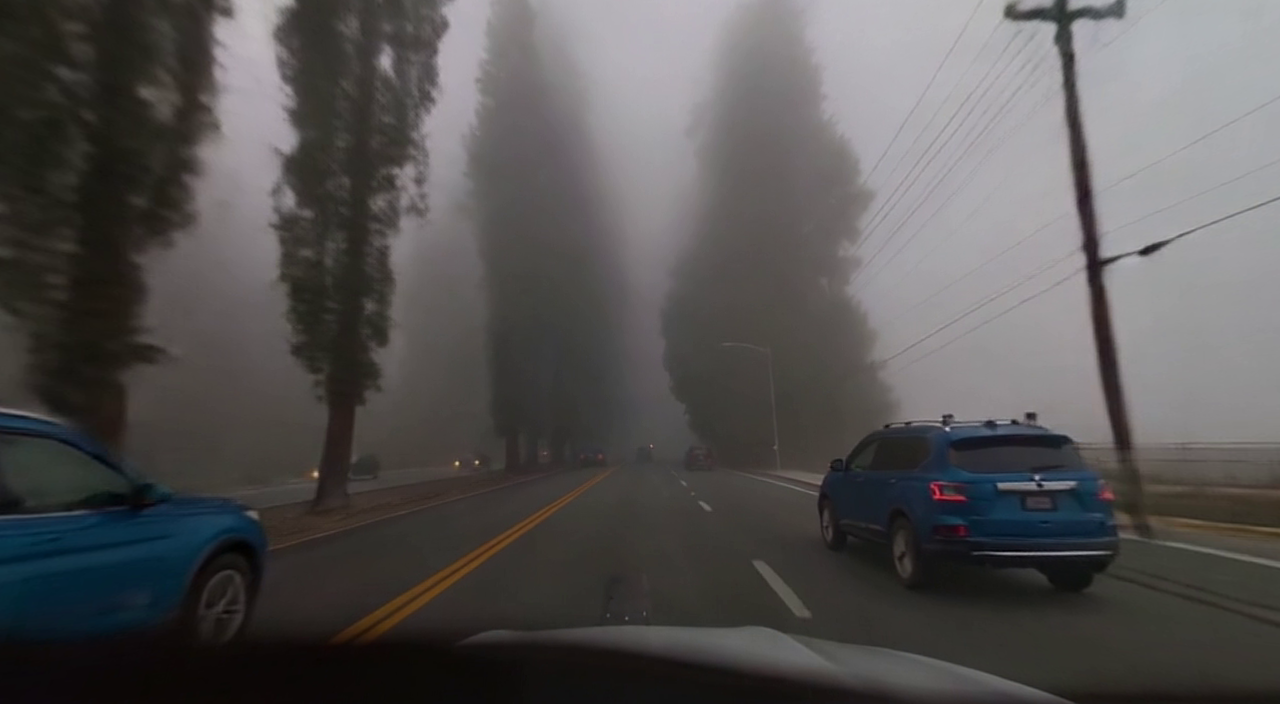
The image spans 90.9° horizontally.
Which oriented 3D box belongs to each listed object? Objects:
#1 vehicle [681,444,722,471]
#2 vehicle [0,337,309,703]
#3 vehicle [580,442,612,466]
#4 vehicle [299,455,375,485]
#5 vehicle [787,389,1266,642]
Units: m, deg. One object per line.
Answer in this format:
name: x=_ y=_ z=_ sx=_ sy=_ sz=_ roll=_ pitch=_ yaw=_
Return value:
vehicle: x=3.484 y=6.060 z=36.329 sx=1.906 sy=1.468 sz=4.422 roll=0 pitch=-9 yaw=0
vehicle: x=-3.689 y=0.842 z=2.614 sx=2.104 sy=1.785 sz=4.494 roll=0 pitch=-9 yaw=1
vehicle: x=-3.301 y=7.718 z=48.015 sx=2.066 sy=1.725 sz=4.241 roll=0 pitch=-9 yaw=1
vehicle: x=-16.201 y=6.313 z=34.014 sx=1.875 sy=1.469 sz=4.344 roll=0 pitch=-9 yaw=1
vehicle: x=3.203 y=1.467 z=6.665 sx=2.182 sy=1.744 sz=4.464 roll=0 pitch=-9 yaw=0
